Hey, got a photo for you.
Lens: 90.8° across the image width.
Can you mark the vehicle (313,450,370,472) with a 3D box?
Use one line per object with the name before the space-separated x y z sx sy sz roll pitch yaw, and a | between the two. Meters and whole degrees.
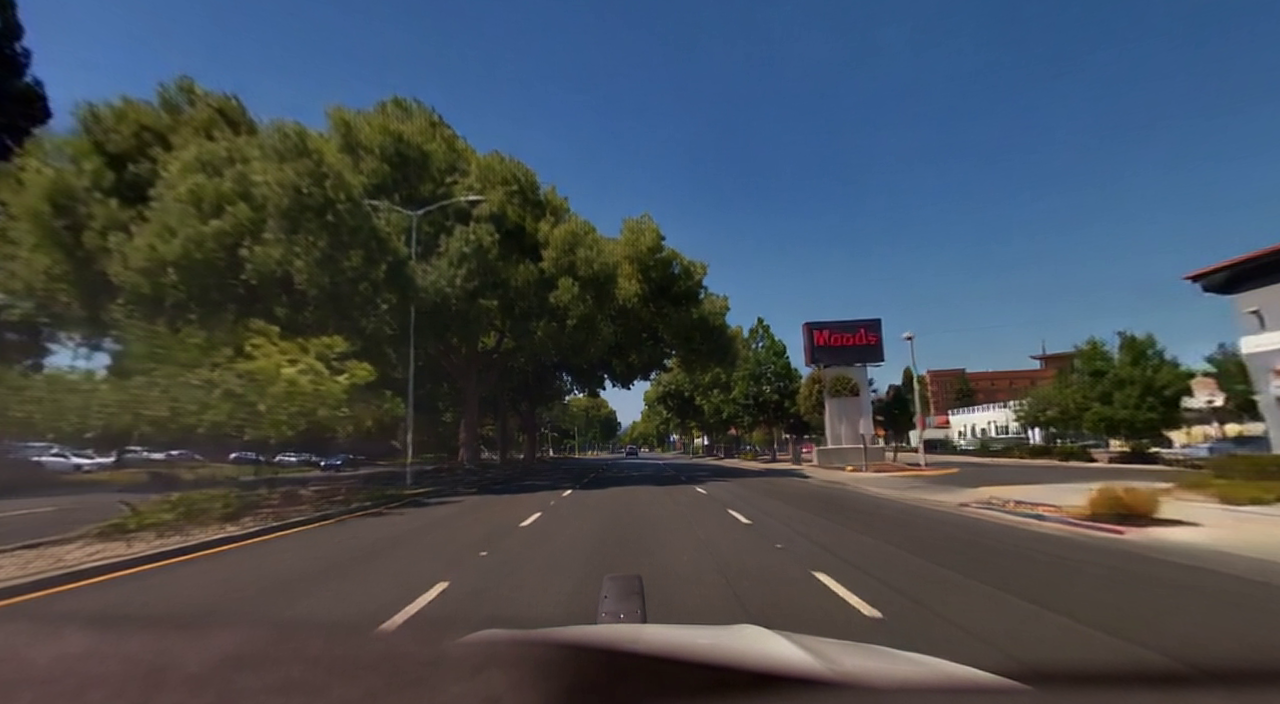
vehicle | -22.678 8.268 48.162 1.864 1.510 4.664 0 -9 2
